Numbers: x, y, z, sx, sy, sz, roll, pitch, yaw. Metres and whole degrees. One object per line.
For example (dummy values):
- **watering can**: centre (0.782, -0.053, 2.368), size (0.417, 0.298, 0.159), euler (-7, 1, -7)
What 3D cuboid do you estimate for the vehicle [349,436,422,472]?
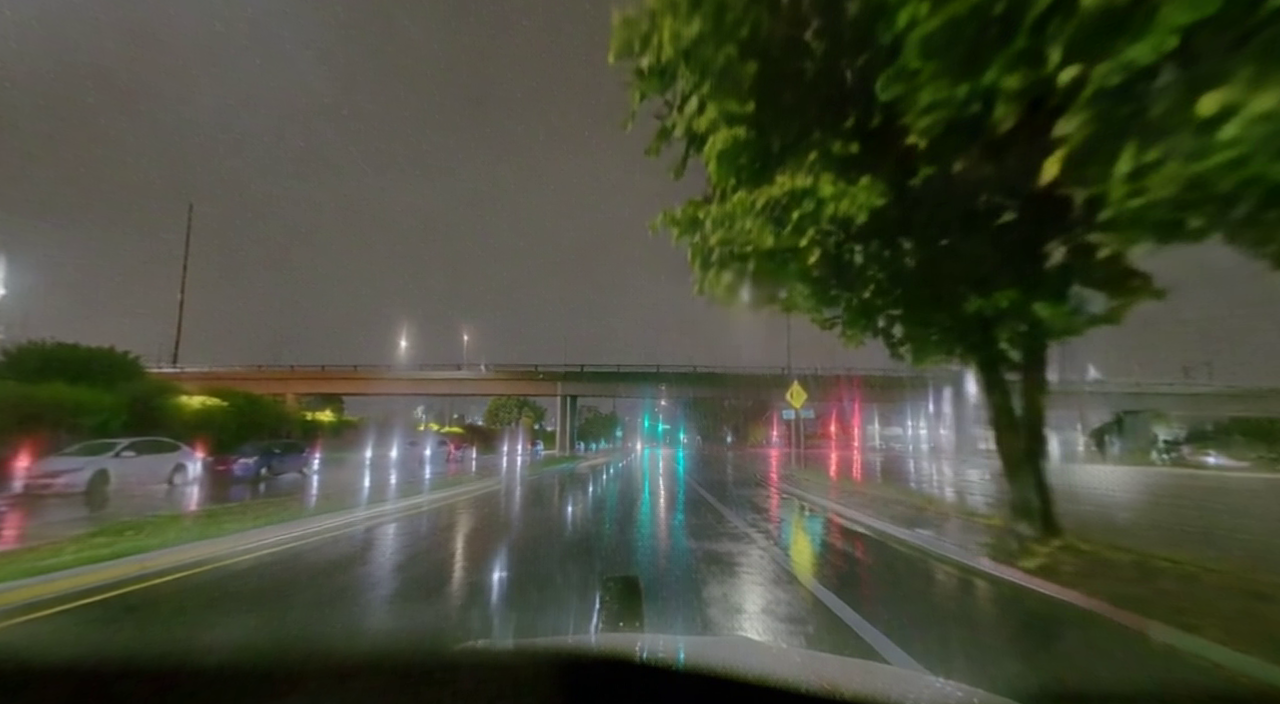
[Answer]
- **vehicle**: centre (-13.316, 5.375, 33.353), size (1.903, 1.703, 4.346), euler (2, -9, 1)

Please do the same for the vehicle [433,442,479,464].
- **vehicle**: centre (-13.179, 7.296, 45.479), size (1.847, 1.498, 4.368), euler (1, -10, 2)

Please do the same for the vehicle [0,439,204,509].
- **vehicle**: centre (-13.976, 3.112, 16.530), size (1.908, 1.559, 4.301), euler (0, -9, 2)

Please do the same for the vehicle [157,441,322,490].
- **vehicle**: centre (-13.847, 3.930, 22.392), size (2.155, 1.477, 5.369), euler (0, -8, 3)

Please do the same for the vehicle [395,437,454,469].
- **vehicle**: centre (-13.355, 6.247, 39.419), size (1.886, 1.801, 4.337), euler (2, -8, 3)
